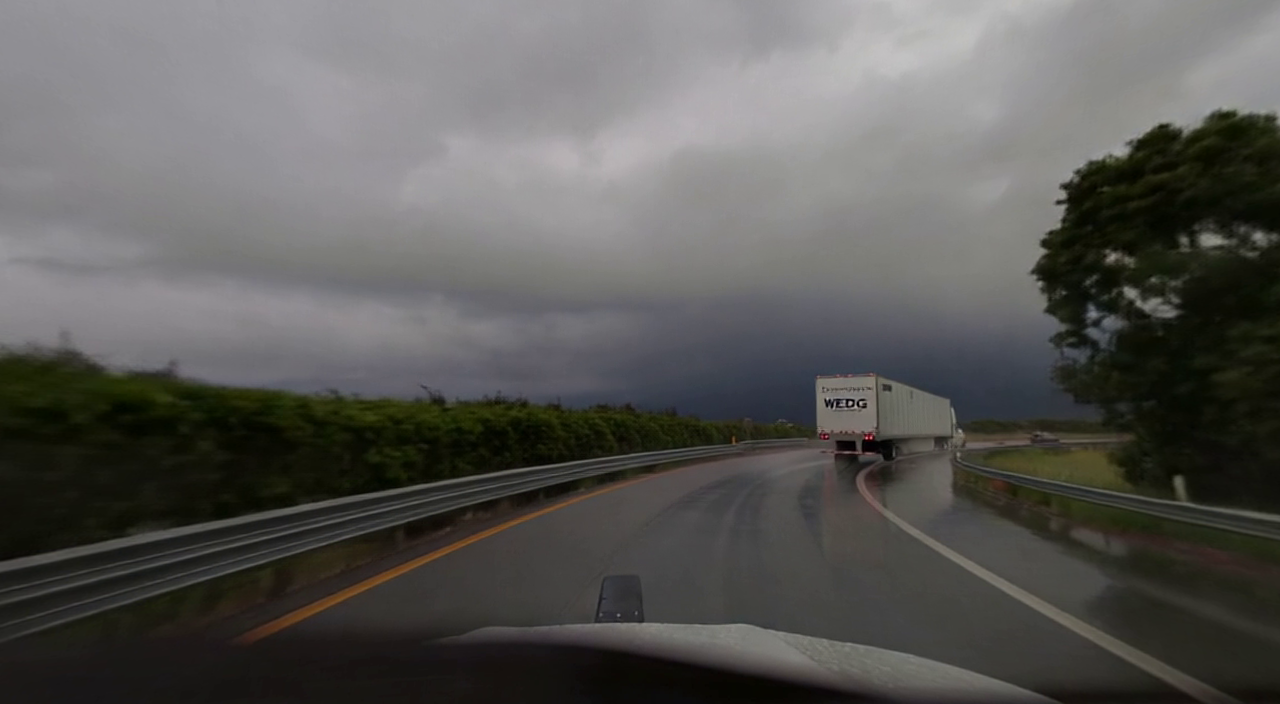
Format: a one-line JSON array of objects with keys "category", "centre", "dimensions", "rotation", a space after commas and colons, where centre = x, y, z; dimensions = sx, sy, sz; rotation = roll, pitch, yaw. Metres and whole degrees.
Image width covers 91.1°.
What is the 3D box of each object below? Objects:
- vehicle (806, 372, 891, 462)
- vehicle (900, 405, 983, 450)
[{"category": "vehicle", "centre": [9.510, 3.008, 28.583], "dimensions": [2.963, 3.771, 3.137], "rotation": [-4, -9, 29]}, {"category": "vehicle", "centre": [18.451, 4.653, 38.312], "dimensions": [6.650, 2.524, 2.120], "rotation": [7, -10, -42]}]
